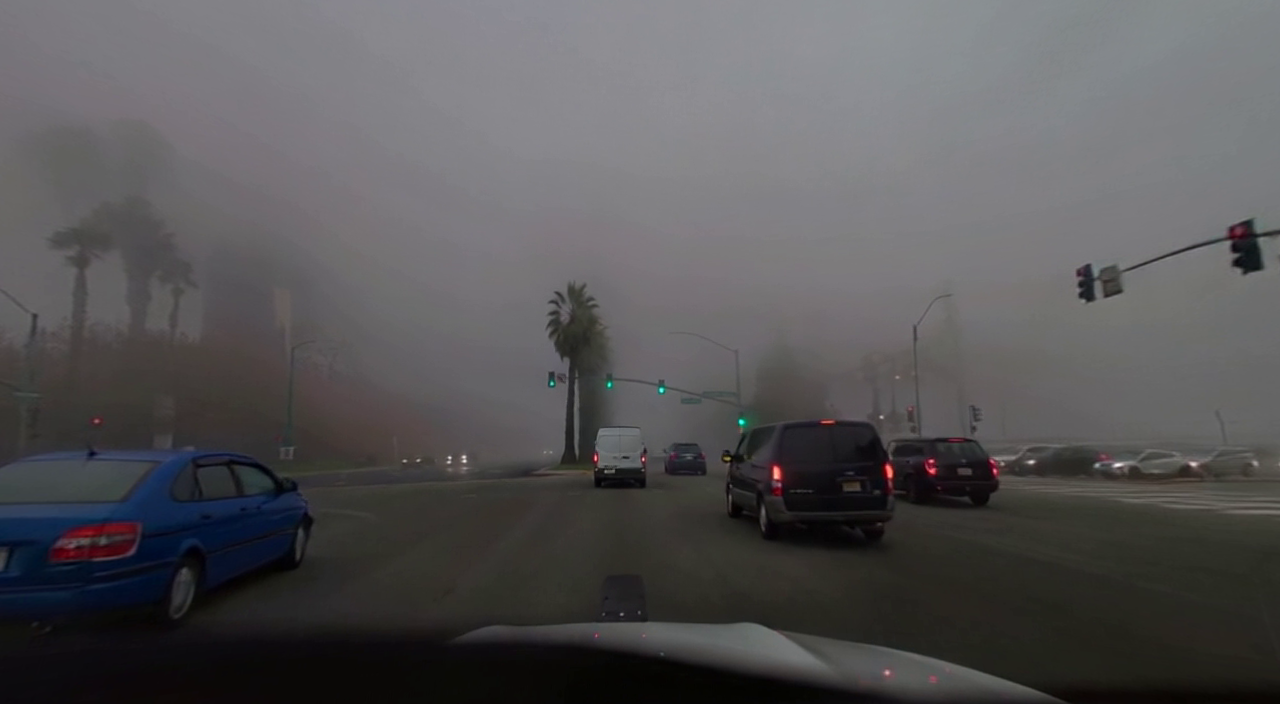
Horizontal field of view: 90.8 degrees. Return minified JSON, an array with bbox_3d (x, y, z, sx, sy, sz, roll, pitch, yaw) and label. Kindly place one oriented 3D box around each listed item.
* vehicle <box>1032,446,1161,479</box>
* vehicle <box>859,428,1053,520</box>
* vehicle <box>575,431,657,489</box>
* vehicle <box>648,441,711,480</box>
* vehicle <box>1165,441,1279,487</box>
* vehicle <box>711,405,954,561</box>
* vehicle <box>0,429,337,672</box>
[{"bbox_3d":[20.787,5.051,28.896,4.412,1.441,2.181,2,-10,-9],"label":"vehicle"},{"bbox_3d":[6.955,2.728,14.622,2.023,1.771,4.488,0,-9,-2],"label":"vehicle"},{"bbox_3d":[-0.934,4.171,24.744,2.848,1.991,5.706,0,-9,-2],"label":"vehicle"},{"bbox_3d":[1.802,5.310,31.131,2.462,1.736,4.899,1,-9,-4],"label":"vehicle"},{"bbox_3d":[21.801,4.026,22.957,3.798,1.550,2.006,1,-9,-8],"label":"vehicle"},{"bbox_3d":[2.583,1.922,9.966,2.200,1.847,4.618,0,-9,-2],"label":"vehicle"},{"bbox_3d":[-4.711,1.519,6.020,1.997,1.430,4.655,1,-9,-9],"label":"vehicle"}]
